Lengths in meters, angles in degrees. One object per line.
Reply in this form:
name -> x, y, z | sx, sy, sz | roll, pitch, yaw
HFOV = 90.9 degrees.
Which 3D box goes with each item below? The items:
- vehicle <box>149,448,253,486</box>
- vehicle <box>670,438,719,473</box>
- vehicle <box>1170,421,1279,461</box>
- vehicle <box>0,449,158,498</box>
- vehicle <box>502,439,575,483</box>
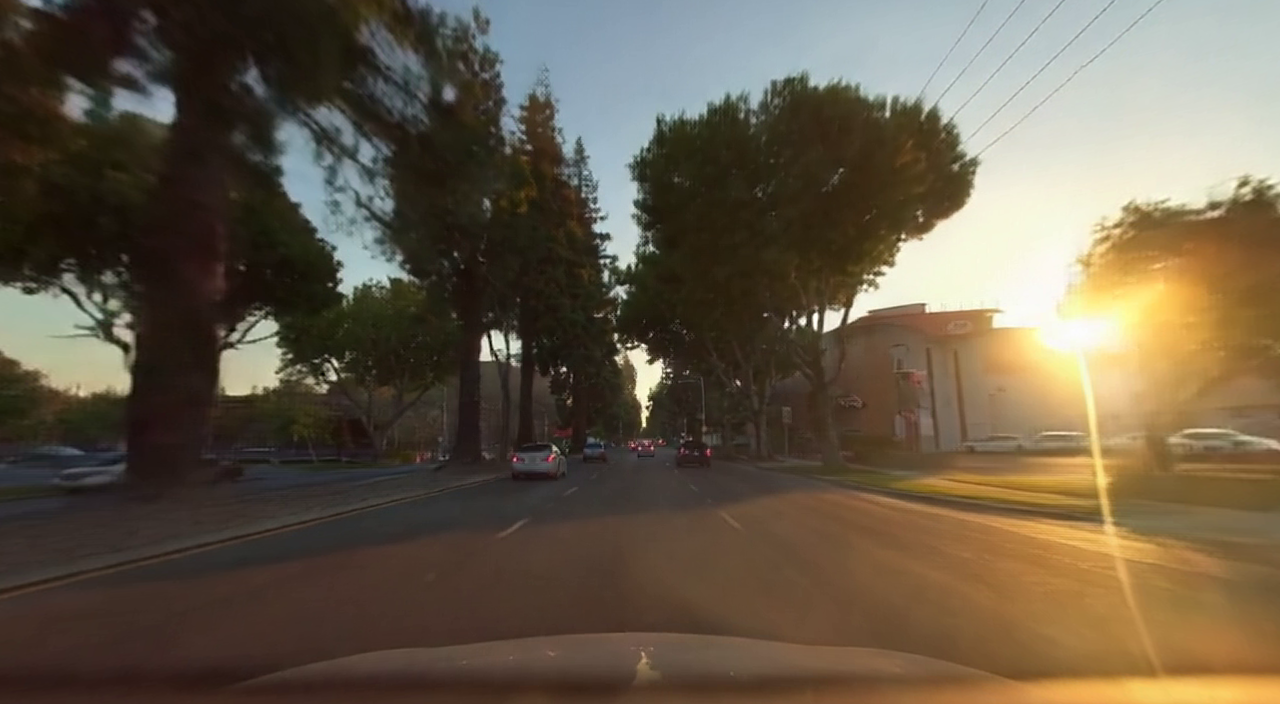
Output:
vehicle -> -22.595, 5.890, 32.688 | 1.958, 1.780, 4.479 | 0, -8, 3
vehicle -> 2.585, 5.030, 30.731 | 1.922, 1.579, 3.642 | 0, -8, -2
vehicle -> 26.191, 3.894, 27.871 | 1.677, 1.591, 4.298 | -1, -7, -1
vehicle -> -22.841, 4.910, 25.982 | 2.040, 1.757, 4.730 | 0, -8, 1
vehicle -> -3.687, 4.037, 23.669 | 1.908, 1.481, 4.536 | 0, -8, 1
